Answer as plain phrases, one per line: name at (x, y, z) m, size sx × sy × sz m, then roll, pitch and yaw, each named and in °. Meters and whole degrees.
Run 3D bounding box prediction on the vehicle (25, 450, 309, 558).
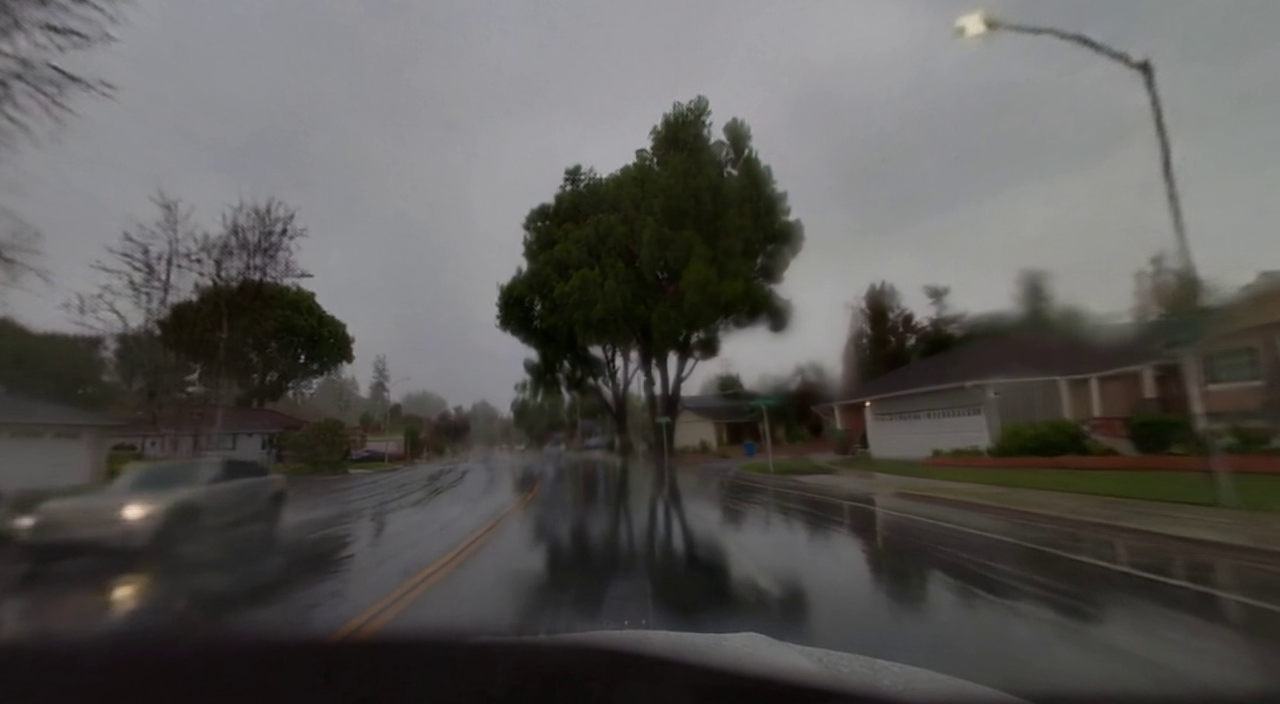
vehicle at (-8.587, 2.724, 12.181) m, size 2.125 × 1.592 × 4.616 m, roll 0°, pitch -8°, yaw -4°
